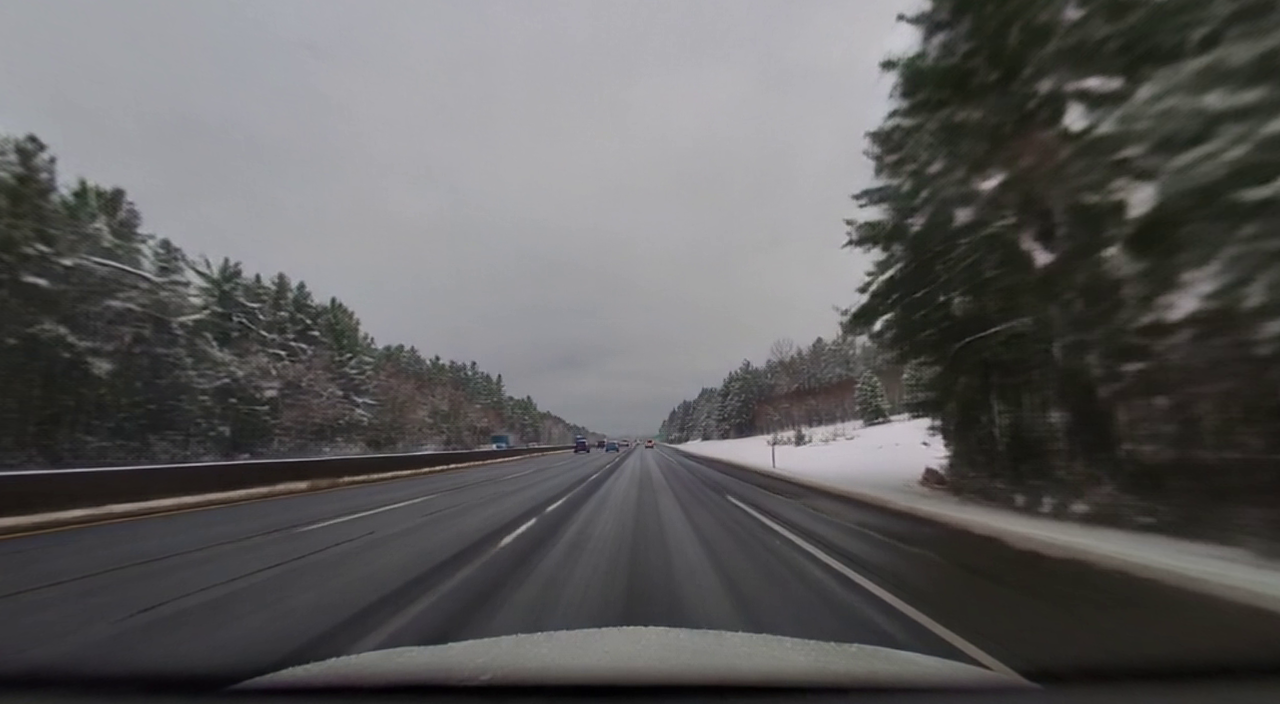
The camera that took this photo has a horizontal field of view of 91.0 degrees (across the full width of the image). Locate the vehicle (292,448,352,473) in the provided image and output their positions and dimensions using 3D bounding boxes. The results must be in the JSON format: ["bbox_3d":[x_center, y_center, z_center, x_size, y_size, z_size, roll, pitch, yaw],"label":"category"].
[{"bbox_3d":[-19.146,6.519,38.086,1.683,1.420,3.650,0,-8,1],"label":"vehicle"}]
